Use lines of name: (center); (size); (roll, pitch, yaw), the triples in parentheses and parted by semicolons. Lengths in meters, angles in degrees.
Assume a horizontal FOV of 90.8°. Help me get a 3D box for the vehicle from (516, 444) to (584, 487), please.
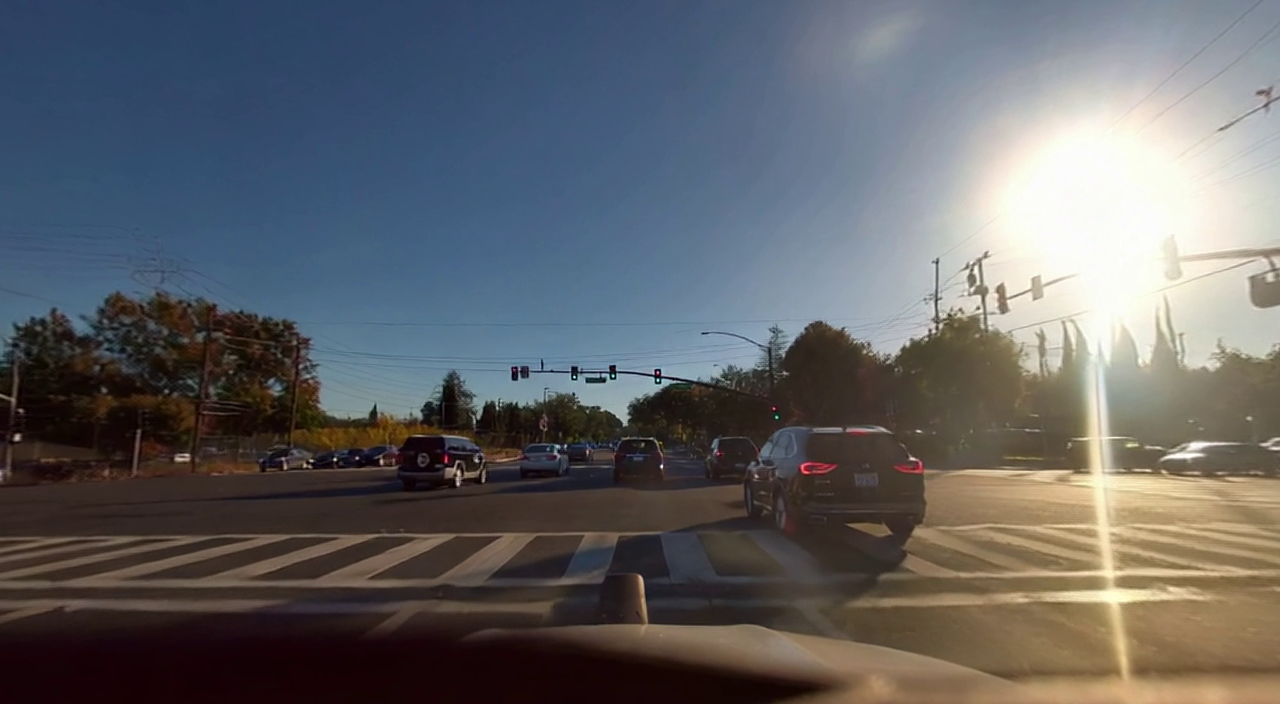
vehicle: (-3.289, 4.223, 23.968); (1.881, 1.466, 4.484); (0, -8, 1)

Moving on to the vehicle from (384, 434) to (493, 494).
vehicle: (-6.724, 3.766, 21.714); (2.116, 1.812, 4.609); (0, -8, 1)

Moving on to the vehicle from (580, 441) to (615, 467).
vehicle: (-2.830, 6.969, 43.323); (1.939, 1.652, 4.268); (0, -8, 2)

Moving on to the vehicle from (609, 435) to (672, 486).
vehicle: (0.041, 4.000, 23.501); (2.111, 1.712, 4.078); (0, -8, 1)

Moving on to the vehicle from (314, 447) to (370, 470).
vehicle: (-21.567, 7.719, 45.910); (1.891, 1.577, 4.238); (0, -8, 3)

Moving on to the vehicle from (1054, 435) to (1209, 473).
vehicle: (20.319, 4.216, 26.254); (4.830, 1.493, 1.930); (0, -9, -1)

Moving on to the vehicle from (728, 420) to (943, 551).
vehicle: (2.813, 2.033, 10.340); (2.034, 1.655, 4.465); (0, -8, -1)

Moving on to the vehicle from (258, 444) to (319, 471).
vehicle: (-24.930, 7.466, 45.021); (1.889, 1.814, 4.086); (0, -8, 1)
